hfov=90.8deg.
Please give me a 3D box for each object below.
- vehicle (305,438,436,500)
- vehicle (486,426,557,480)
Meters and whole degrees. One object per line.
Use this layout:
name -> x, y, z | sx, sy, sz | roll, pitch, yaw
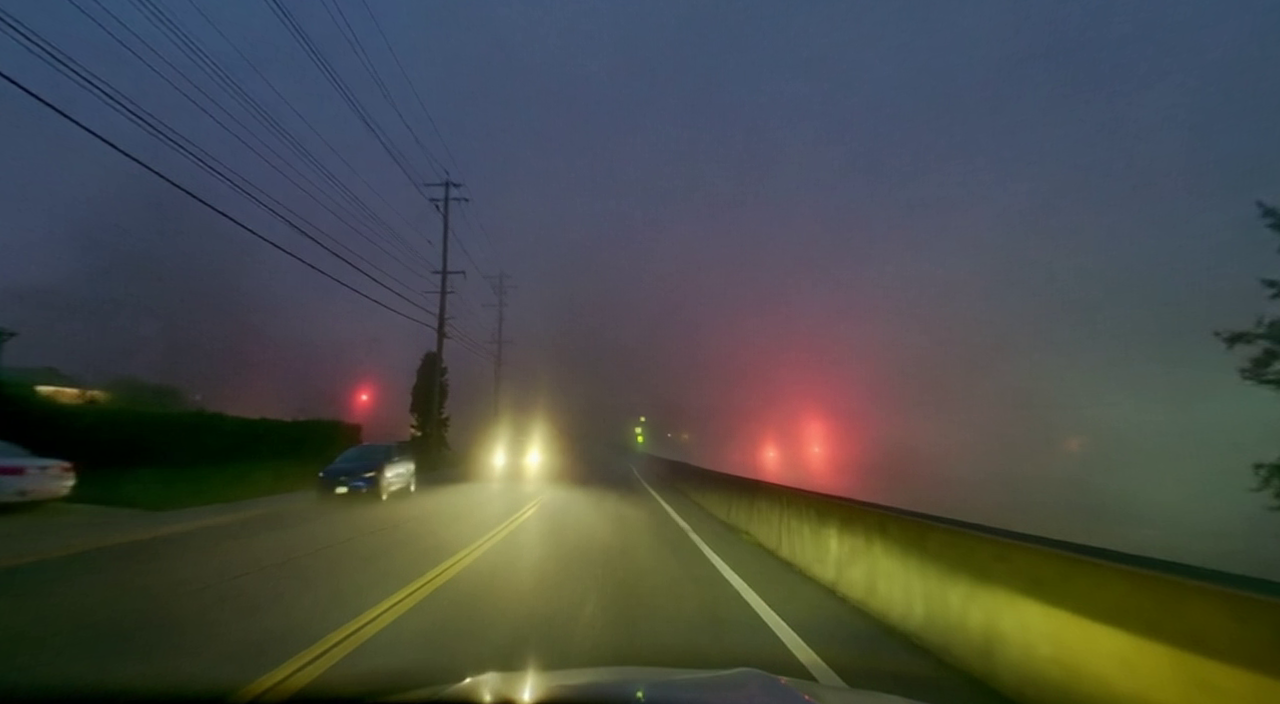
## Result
vehicle -> -7.570, 3.312, 18.377 | 1.863, 1.522, 4.901 | 0, -8, -3
vehicle -> -4.553, 3.982, 25.095 | 2.057, 1.905, 4.670 | 0, -8, -2
